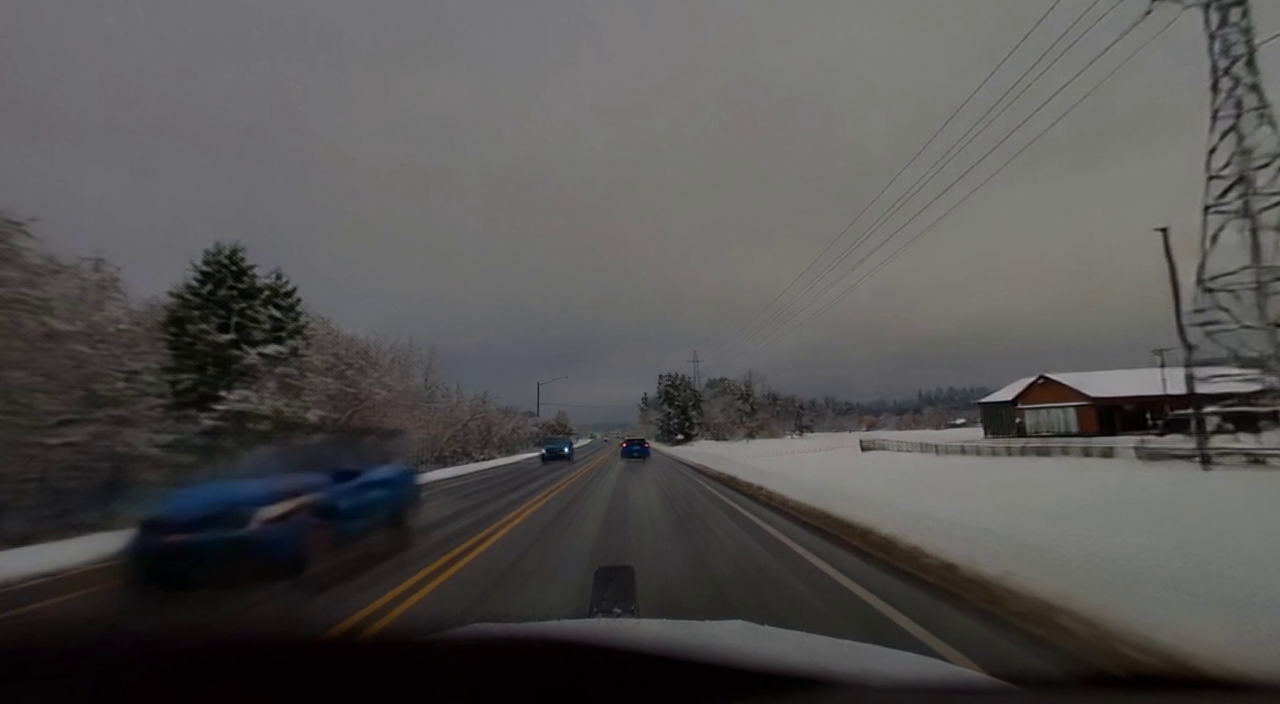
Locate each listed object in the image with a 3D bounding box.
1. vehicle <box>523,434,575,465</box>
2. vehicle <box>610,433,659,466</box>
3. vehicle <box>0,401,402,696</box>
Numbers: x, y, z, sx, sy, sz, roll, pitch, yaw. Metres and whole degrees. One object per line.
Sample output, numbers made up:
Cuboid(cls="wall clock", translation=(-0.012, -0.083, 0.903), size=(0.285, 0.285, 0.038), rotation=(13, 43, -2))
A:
Cuboid(cls="vehicle", translation=(-4.578, 4.973, 32.334), size=(2.091, 1.470, 4.490), rotation=(0, -8, -1))
Cuboid(cls="vehicle", translation=(-0.271, 4.741, 30.842), size=(2.241, 1.471, 3.829), rotation=(0, -8, -1))
Cuboid(cls="vehicle", translation=(-3.827, 1.279, 5.344), size=(2.034, 1.484, 4.183), rotation=(0, -8, -1))
